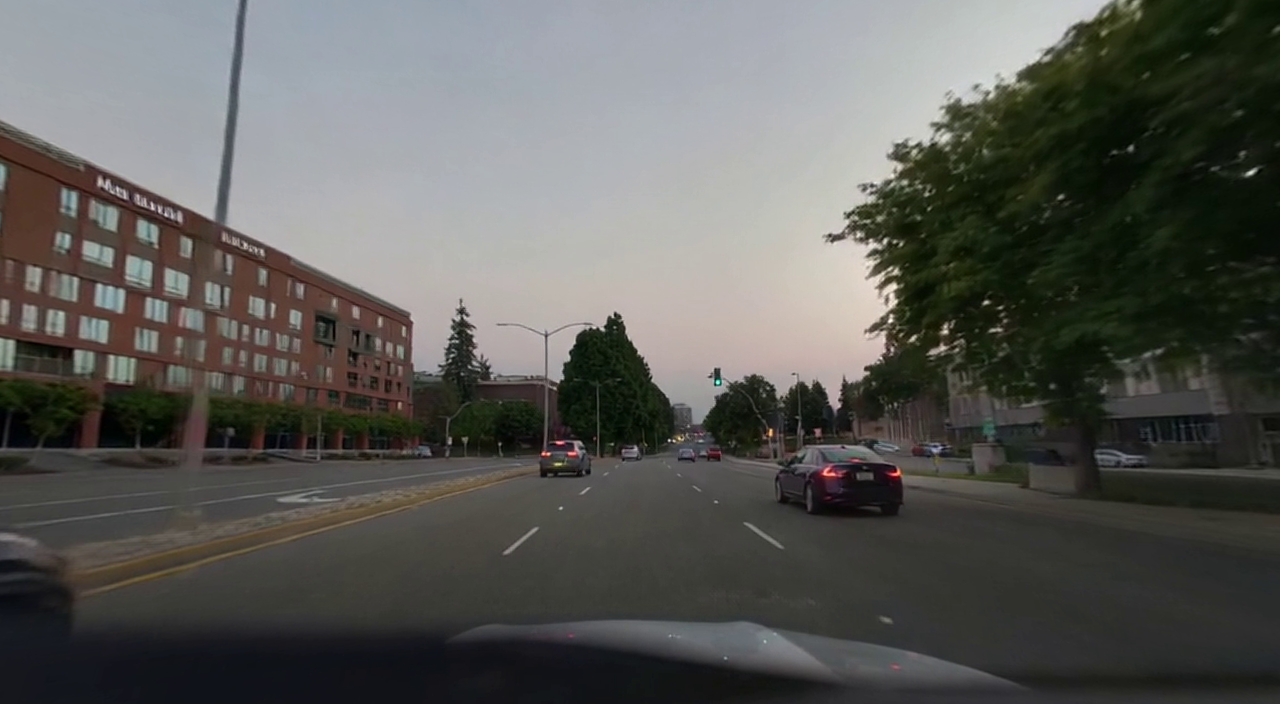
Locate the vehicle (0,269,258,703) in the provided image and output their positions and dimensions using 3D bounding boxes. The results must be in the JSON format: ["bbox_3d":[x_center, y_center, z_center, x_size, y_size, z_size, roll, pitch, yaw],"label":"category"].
[{"bbox_3d":[-3.264,0.466,0.591,2.450,1.866,5.416,0,-9,-1],"label":"vehicle"}]

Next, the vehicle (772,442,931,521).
[{"bbox_3d":[4.474,2.791,14.227,1.960,1.471,4.378,0,-9,-1],"label":"vehicle"}]

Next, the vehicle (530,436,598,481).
[{"bbox_3d":[-3.257,4.706,28.204,2.305,1.833,4.912,0,-9,1],"label":"vehicle"}]

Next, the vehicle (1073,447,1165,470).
[{"bbox_3d":[31.328,6.955,41.400,4.274,1.448,2.050,0,-9,1],"label":"vehicle"}]
